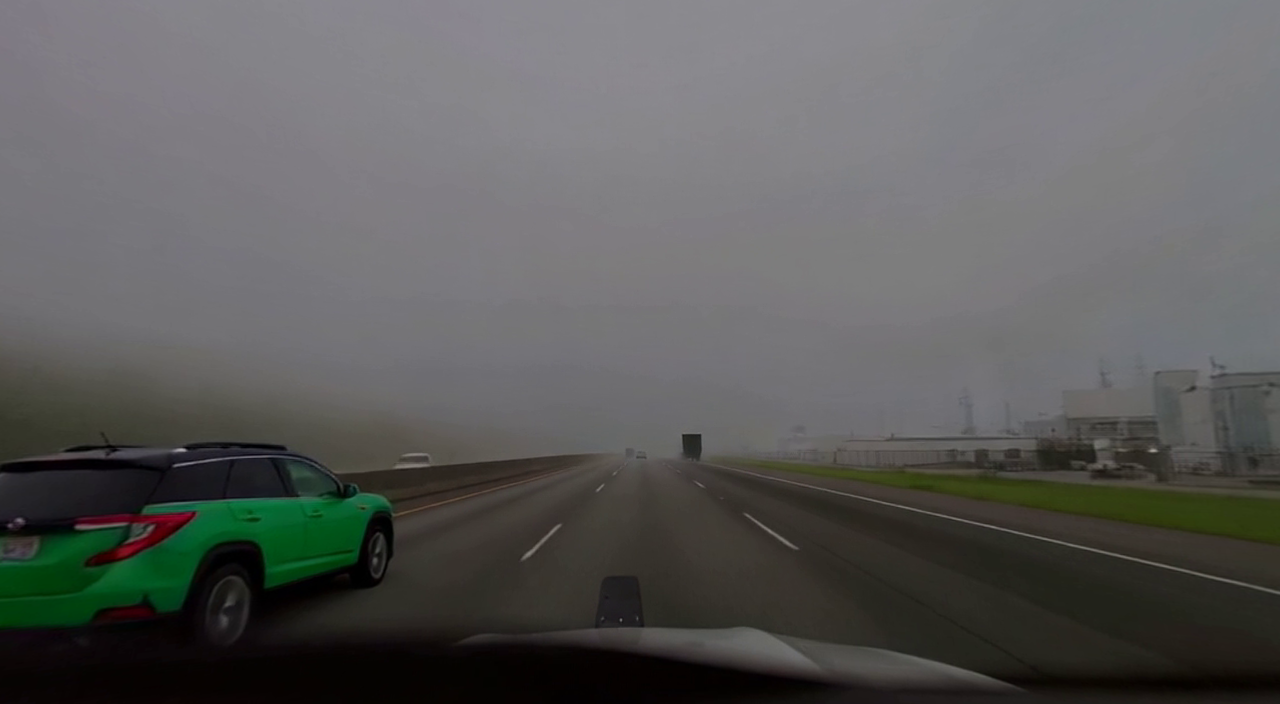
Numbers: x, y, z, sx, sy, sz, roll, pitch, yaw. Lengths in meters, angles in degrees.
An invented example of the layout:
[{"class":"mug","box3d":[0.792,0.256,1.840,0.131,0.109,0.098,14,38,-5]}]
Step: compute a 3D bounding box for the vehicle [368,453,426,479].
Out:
[{"class":"vehicle","box3d":[-14.983,7.025,39.216,1.905,1.458,4.181,0,-9,0]}]
